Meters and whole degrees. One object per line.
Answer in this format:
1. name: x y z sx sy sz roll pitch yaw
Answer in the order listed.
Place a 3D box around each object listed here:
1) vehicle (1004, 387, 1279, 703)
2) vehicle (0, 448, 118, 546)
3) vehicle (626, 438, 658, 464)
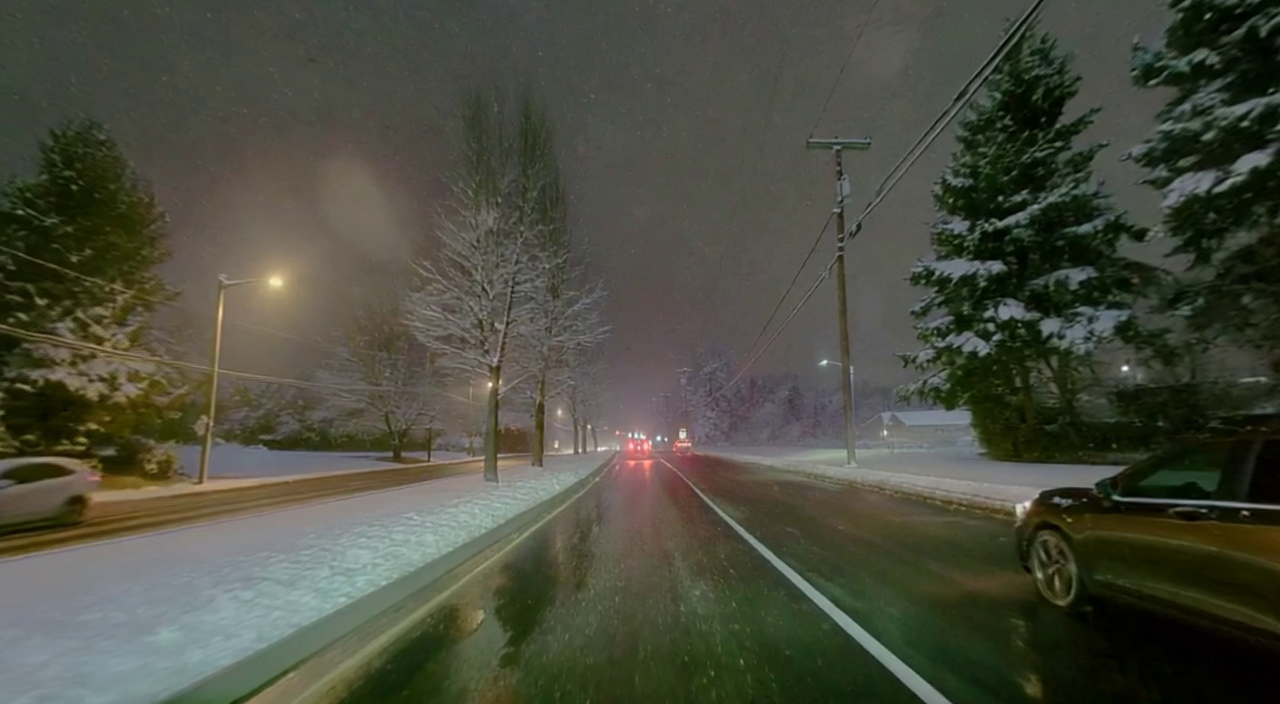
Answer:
1. vehicle: 4.233 0.937 2.804 2.235 1.597 4.918 0 -9 0
2. vehicle: -9.904 2.097 9.167 1.527 1.380 3.460 0 -9 1
3. vehicle: 0.059 7.171 45.637 2.189 1.776 4.342 0 -9 -2
